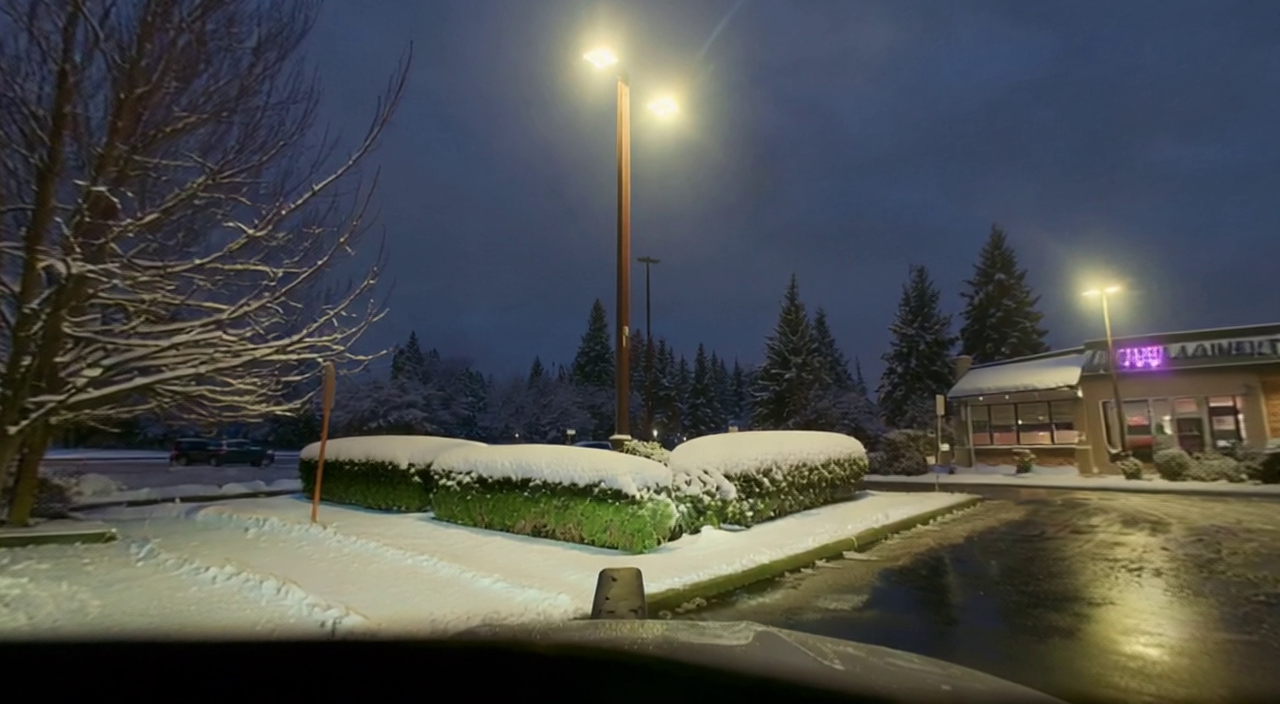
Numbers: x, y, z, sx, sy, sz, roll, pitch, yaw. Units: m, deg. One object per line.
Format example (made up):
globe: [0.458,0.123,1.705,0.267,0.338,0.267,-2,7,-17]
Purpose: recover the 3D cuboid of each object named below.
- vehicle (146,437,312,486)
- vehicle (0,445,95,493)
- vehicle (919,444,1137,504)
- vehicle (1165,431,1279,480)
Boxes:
vehicle: [-15.216,4.039,23.602,1.921,1.632,4.752,-8,-11,42]
vehicle: [-19.430,3.563,19.214,1.790,1.396,4.000,-9,-12,40]
vehicle: [10.669,3.310,17.638,4.772,1.441,1.976,-8,-12,43]
vehicle: [23.370,3.918,24.022,4.939,1.664,2.055,-10,-10,42]
